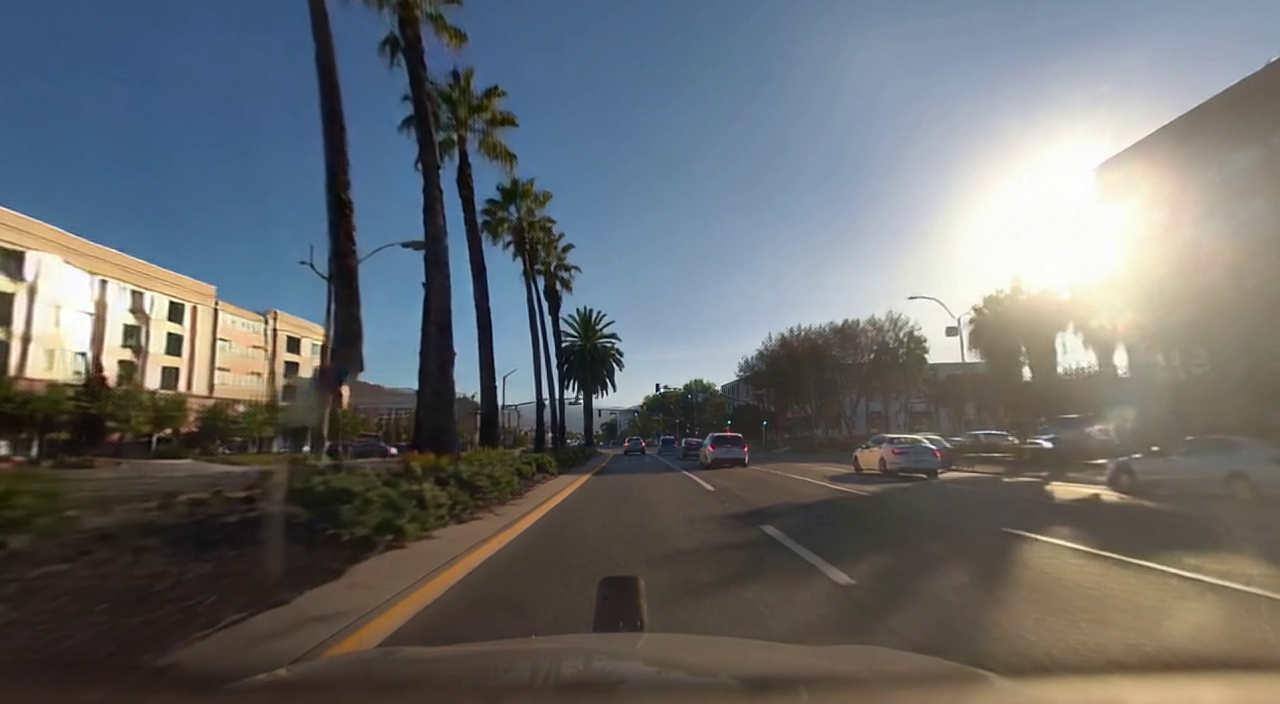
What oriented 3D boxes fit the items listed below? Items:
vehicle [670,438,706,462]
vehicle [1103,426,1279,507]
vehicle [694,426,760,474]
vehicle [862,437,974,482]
[{"bbox_3d":[3.205,6.684,43.001,2.010,1.509,4.377,0,-9,-2],"label":"vehicle"},{"bbox_3d":[13.725,2.592,14.608,2.009,1.600,4.960,0,-9,-4],"label":"vehicle"},{"bbox_3d":[3.745,4.331,28.065,2.104,1.910,4.693,0,-9,-2],"label":"vehicle"},{"bbox_3d":[9.991,3.899,23.124,1.871,1.465,4.395,0,-9,-3],"label":"vehicle"}]
